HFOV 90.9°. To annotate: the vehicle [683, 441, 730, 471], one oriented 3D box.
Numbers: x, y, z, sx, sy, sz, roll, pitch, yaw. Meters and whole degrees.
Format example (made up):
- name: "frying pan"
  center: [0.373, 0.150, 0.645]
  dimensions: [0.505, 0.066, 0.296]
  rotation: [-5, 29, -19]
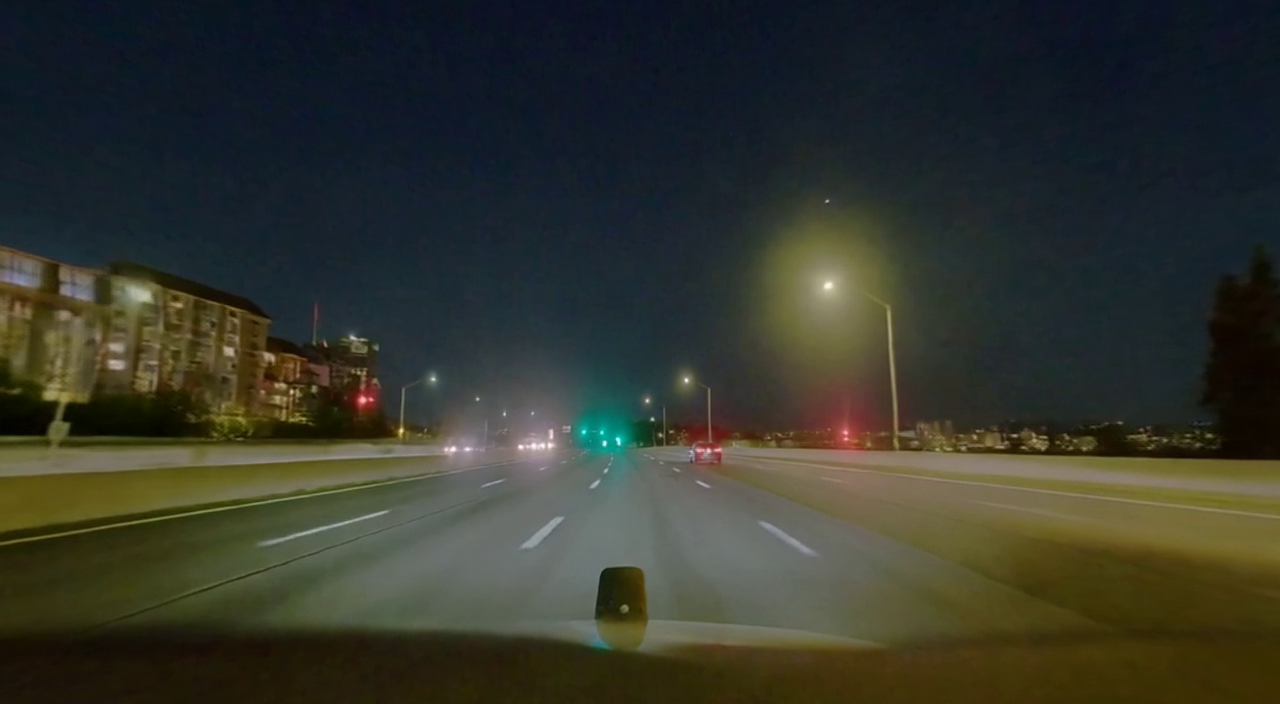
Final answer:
- name: "vehicle"
  center: [3.458, 5.527, 33.566]
  dimensions: [1.926, 1.477, 4.025]
  rotation: [0, -9, -2]
